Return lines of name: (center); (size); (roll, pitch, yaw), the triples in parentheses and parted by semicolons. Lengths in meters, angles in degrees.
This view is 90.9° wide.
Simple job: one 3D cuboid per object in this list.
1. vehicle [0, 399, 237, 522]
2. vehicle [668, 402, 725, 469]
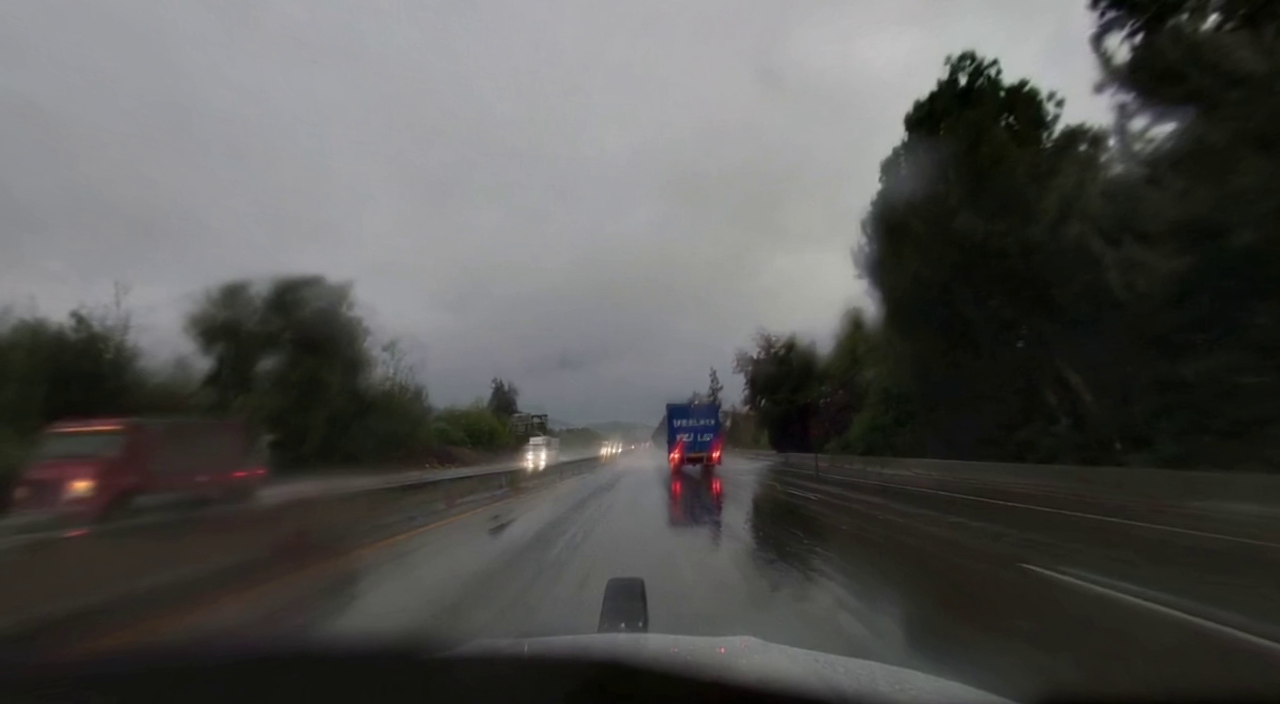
vehicle: (-17.244, 3.390, 19.957); (2.865, 3.040, 8.800); (-1, -9, 2)
vehicle: (3.859, 6.246, 46.466); (3.341, 4.269, 12.252); (0, -9, 1)
